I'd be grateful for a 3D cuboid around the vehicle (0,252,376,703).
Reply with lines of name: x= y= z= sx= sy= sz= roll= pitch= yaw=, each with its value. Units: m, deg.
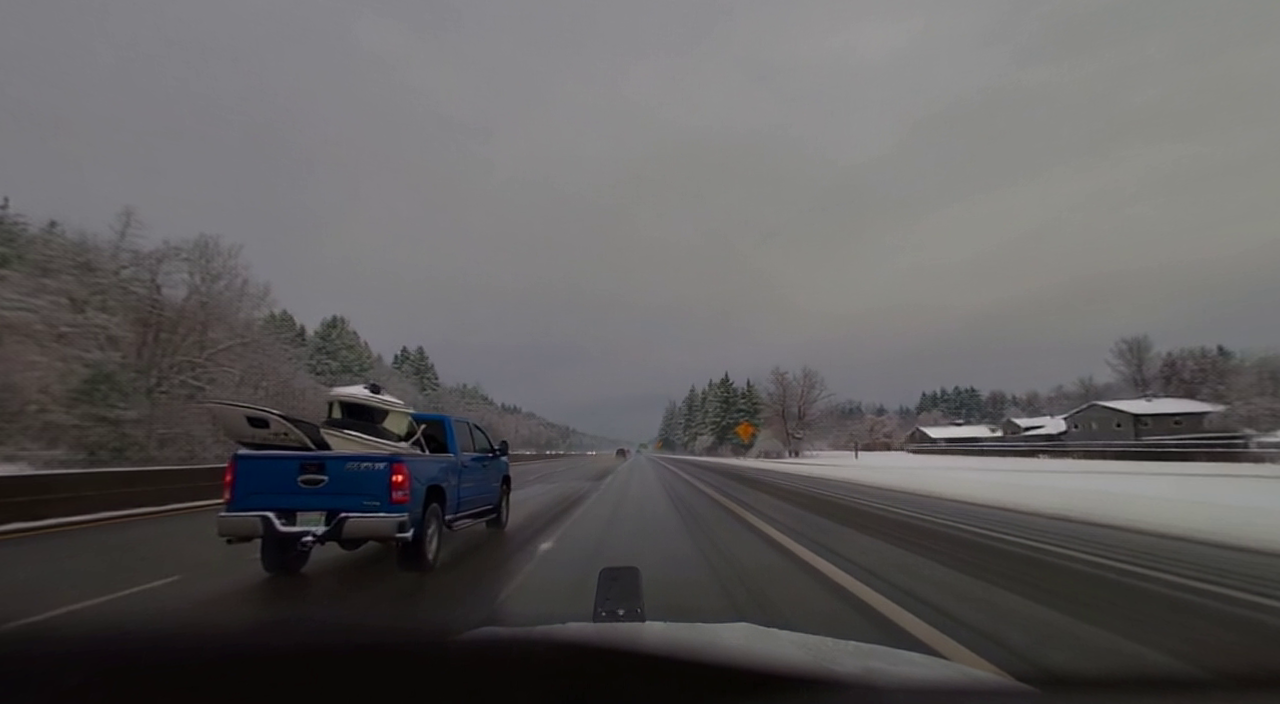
vehicle: x=-2.887 y=0.645 z=1.701 sx=1.919 sy=1.935 sz=5.609 roll=0 pitch=-9 yaw=0
